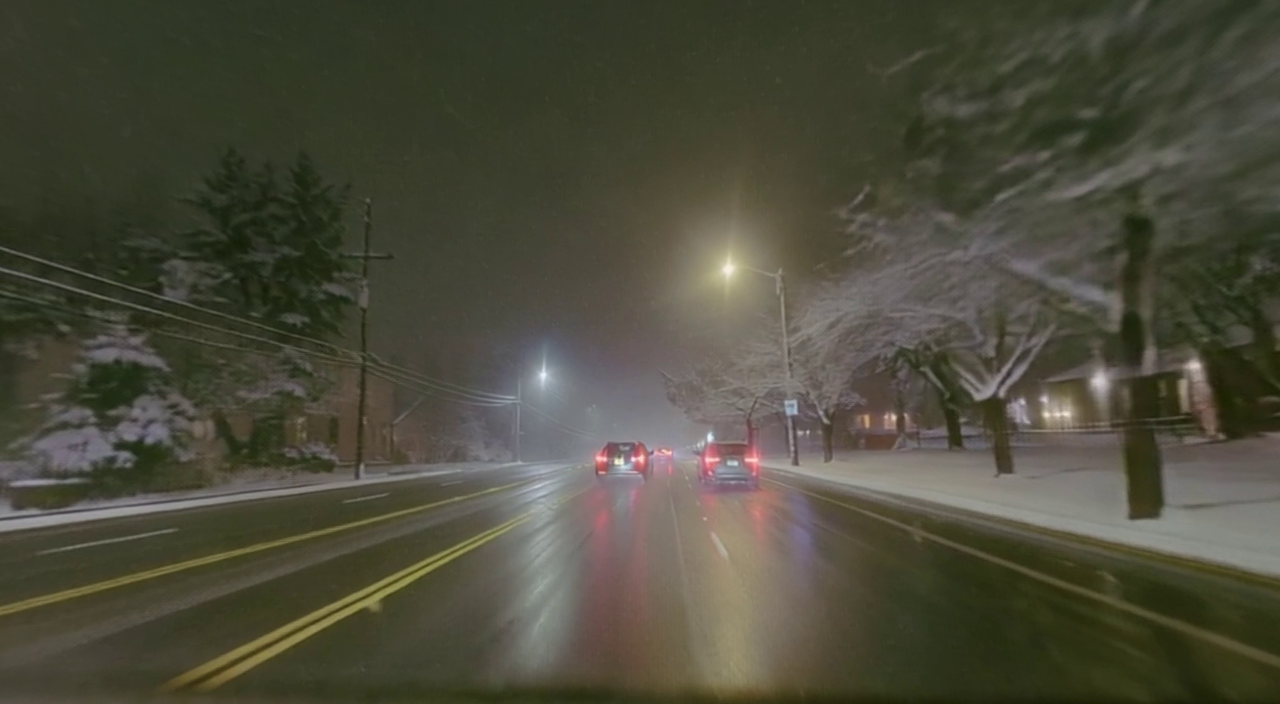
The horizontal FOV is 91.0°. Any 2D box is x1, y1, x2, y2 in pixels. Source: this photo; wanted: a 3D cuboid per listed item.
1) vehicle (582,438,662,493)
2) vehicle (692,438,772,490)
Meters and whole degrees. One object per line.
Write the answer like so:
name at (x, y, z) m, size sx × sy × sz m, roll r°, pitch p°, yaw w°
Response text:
vehicle at (-0.416, 3.379, 19.166) m, size 2.030 × 1.467 × 4.403 m, roll -1°, pitch -8°, yaw 3°
vehicle at (2.828, 3.532, 20.208) m, size 2.065 × 1.456 × 4.099 m, roll 0°, pitch -8°, yaw 2°
